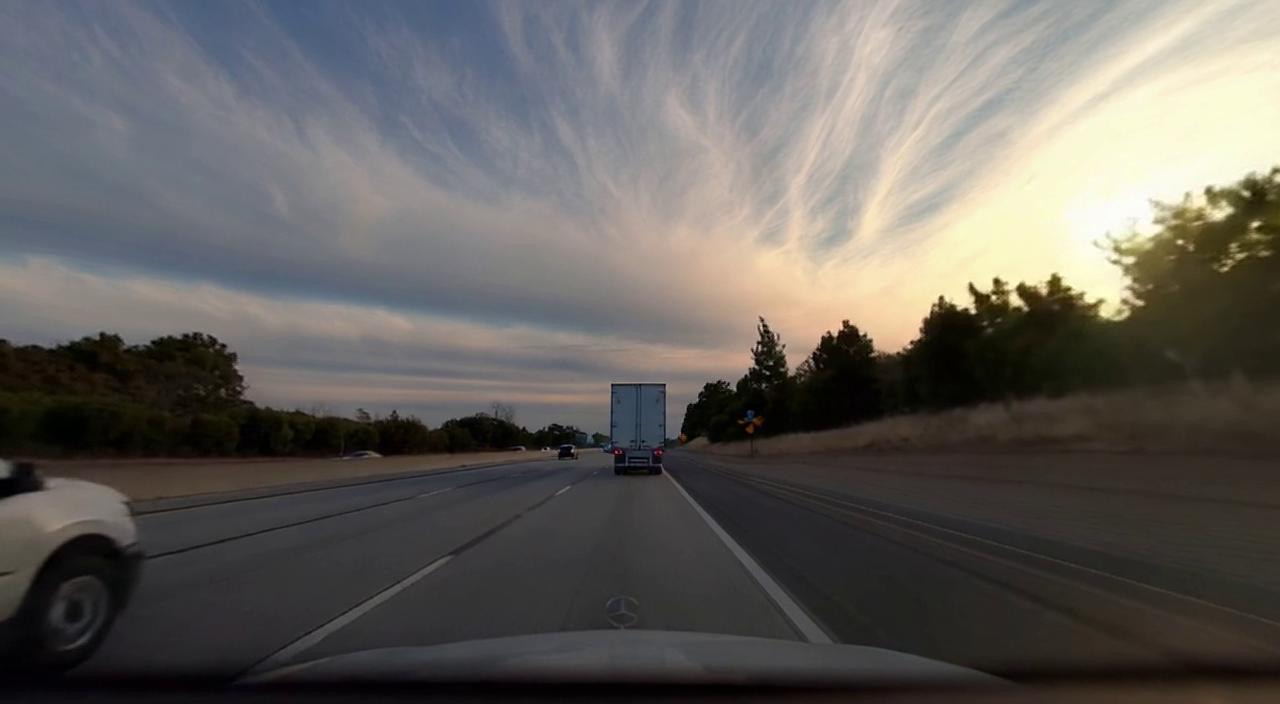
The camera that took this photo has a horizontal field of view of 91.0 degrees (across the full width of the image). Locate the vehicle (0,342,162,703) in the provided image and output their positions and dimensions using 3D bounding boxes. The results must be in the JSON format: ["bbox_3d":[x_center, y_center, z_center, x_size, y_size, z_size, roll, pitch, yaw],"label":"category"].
[{"bbox_3d":[-4.290,0.650,1.558,2.285,1.833,4.984,0,-9,0],"label":"vehicle"}]

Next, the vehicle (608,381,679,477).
[{"bbox_3d":[0.042,4.171,32.985,3.052,4.132,11.336,0,-9,-1],"label":"vehicle"}]
